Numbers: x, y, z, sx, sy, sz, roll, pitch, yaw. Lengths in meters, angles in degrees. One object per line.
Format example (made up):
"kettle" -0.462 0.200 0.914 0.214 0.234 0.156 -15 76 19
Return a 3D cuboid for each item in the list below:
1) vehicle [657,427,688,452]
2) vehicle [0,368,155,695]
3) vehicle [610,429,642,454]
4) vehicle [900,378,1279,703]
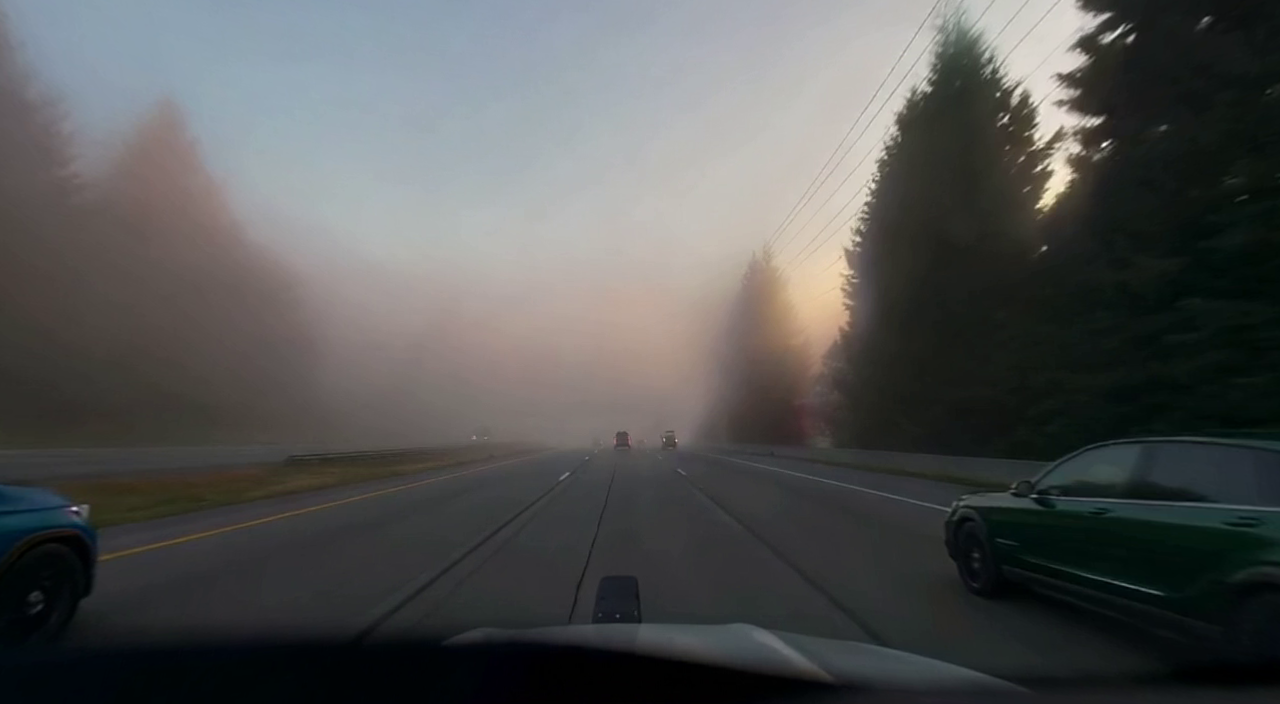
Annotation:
"vehicle" 2.552 6.931 49.861 1.976 1.905 3.263 1 -7 -5
"vehicle" -4.163 0.738 1.962 2.100 1.590 4.077 0 -7 -2
"vehicle" -1.041 6.410 45.080 2.159 1.690 3.720 0 -7 -2
"vehicle" 3.400 0.996 3.340 2.063 1.537 4.465 0 -7 -1
